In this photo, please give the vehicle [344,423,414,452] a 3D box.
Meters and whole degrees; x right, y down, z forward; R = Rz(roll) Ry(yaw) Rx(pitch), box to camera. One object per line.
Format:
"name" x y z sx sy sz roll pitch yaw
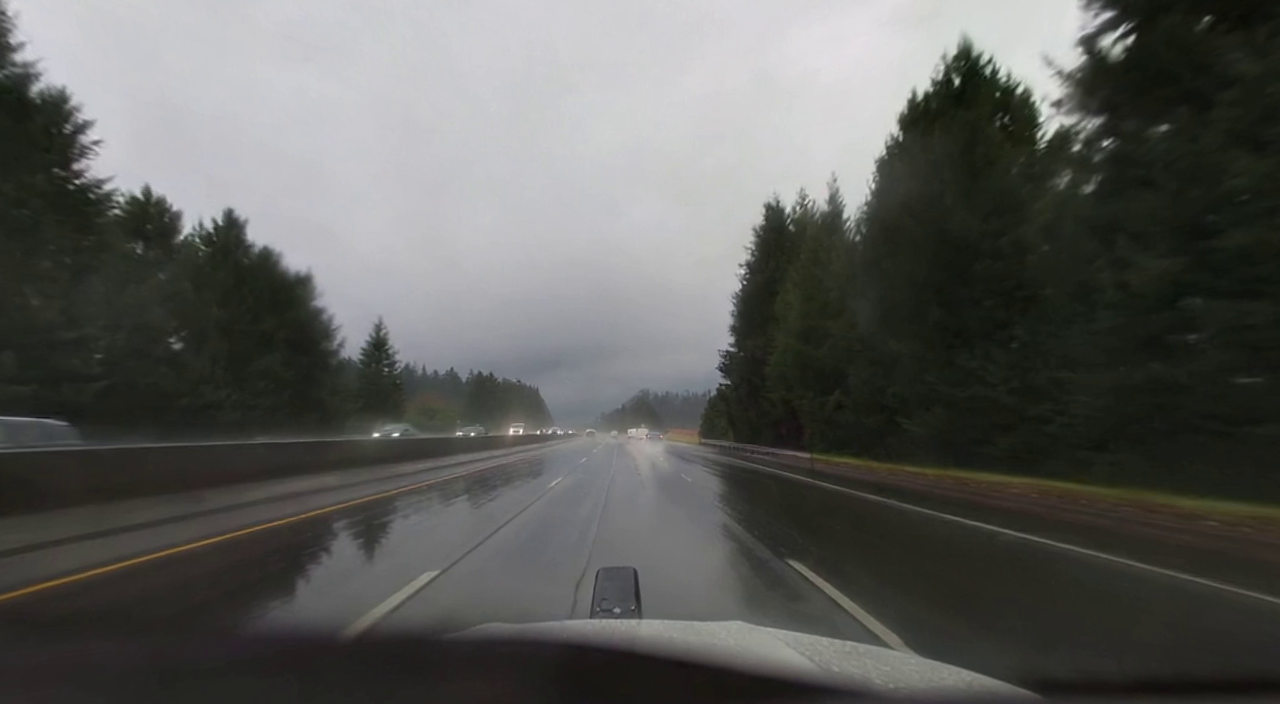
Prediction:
"vehicle" -14.287 4.733 34.695 2.055 1.481 4.316 0 -8 -1
